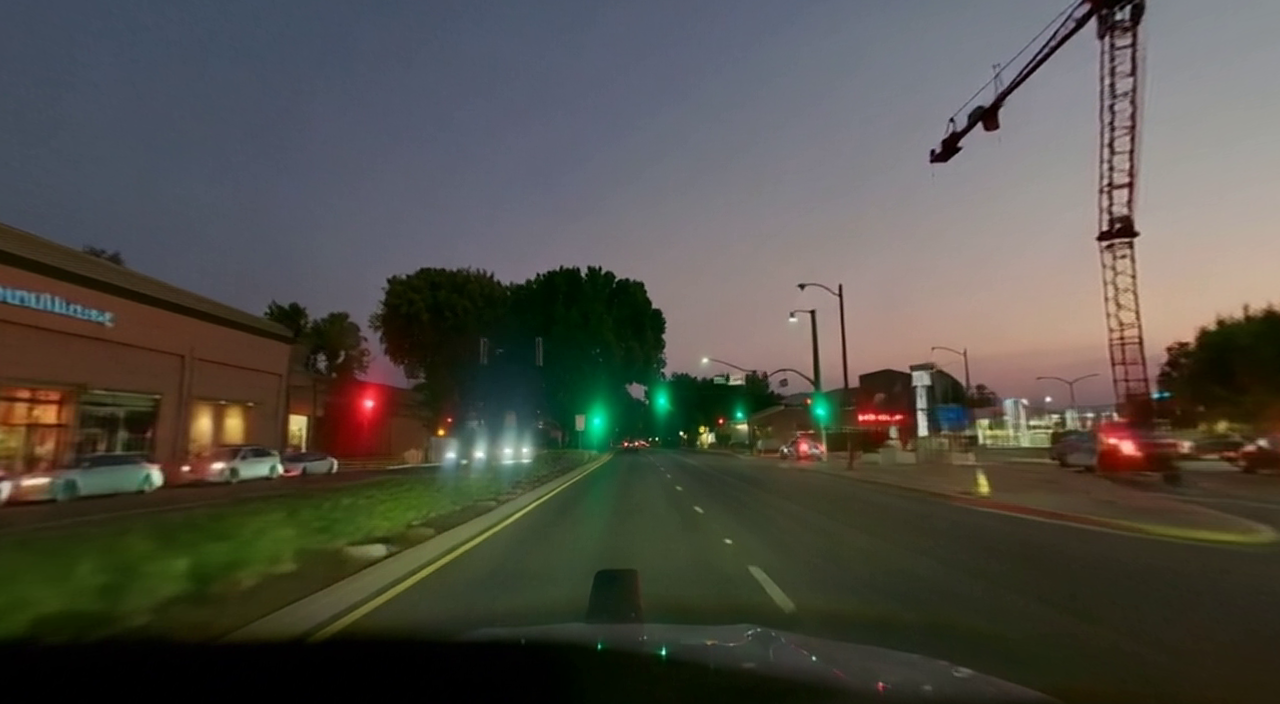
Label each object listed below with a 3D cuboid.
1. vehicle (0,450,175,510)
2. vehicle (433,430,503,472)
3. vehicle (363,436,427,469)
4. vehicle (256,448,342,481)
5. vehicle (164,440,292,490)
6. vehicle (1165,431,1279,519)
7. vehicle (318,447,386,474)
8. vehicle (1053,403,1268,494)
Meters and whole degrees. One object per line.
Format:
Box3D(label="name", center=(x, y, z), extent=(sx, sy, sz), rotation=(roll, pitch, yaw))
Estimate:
Box3D(label="vehicle", center=(-16.427, 3.663, 18.615), extent=(1.780, 1.493, 4.703), rotation=(0, -8, 1))
Box3D(label="vehicle", center=(-8.817, 5.141, 32.938), extent=(2.227, 1.956, 4.978), rotation=(0, -8, 0))
Box3D(label="vehicle", center=(-16.621, 6.874, 43.220), extent=(2.190, 2.069, 5.804), rotation=(0, -8, -2))
Box3D(label="vehicle", center=(-16.577, 5.442, 31.002), extent=(1.765, 1.473, 4.423), rotation=(0, -8, -1))
Box3D(label="vehicle", center=(-16.362, 4.485, 25.452), extent=(2.070, 1.774, 4.549), rotation=(0, -8, 0))
Box3D(label="vehicle", center=(12.521, 2.323, 12.350), extent=(1.961, 1.485, 4.762), rotation=(-3, -9, 21))
Box3D(label="vehicle", center=(-16.673, 6.263, 36.787), extent=(1.804, 1.467, 4.489), rotation=(0, -8, 0))
Box3D(label="vehicle", center=(15.004, 2.887, 19.024), extent=(2.798, 2.168, 7.202), rotation=(-4, -9, 21))
